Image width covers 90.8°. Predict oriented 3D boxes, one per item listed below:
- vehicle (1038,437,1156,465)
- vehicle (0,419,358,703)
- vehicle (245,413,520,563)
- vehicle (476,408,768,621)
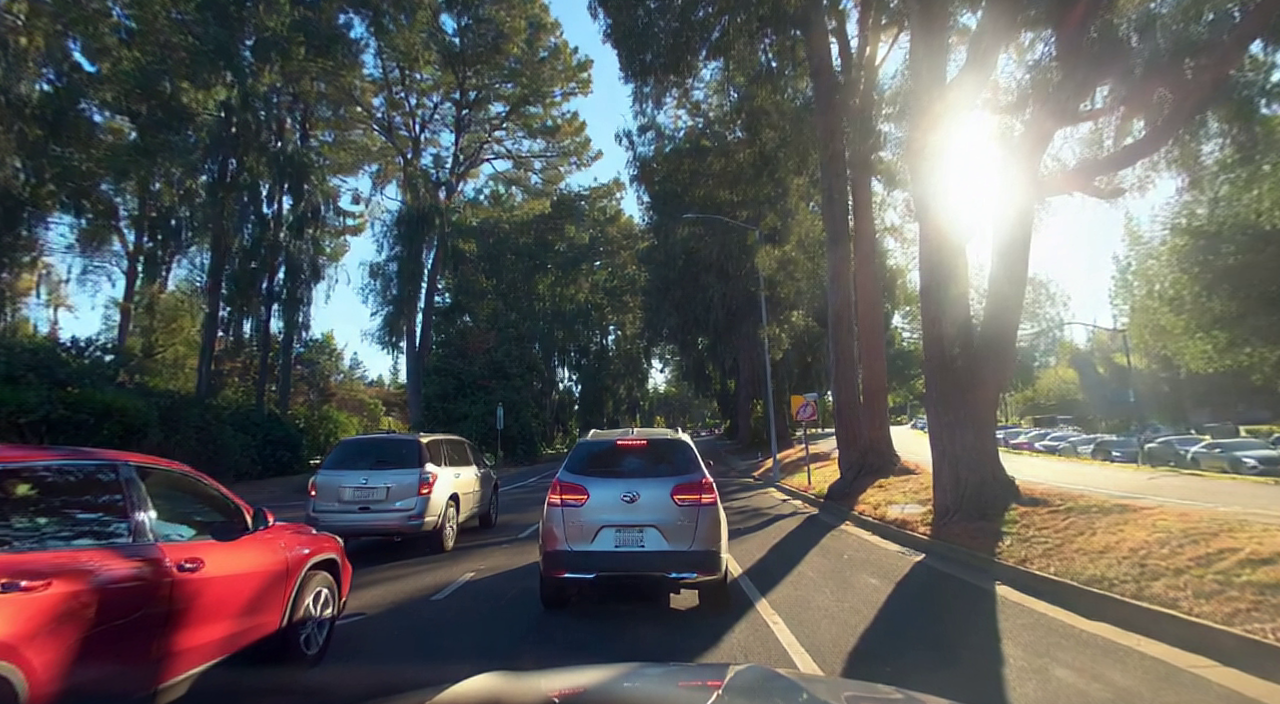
[{"bbox_3d":[28.463,6.171,39.453,5.955,1.702,2.166,1,-8,-6],"label":"vehicle"},{"bbox_3d":[-3.656,1.164,3.625,1.922,1.464,4.424,0,-8,2],"label":"vehicle"},{"bbox_3d":[-3.491,1.943,9.821,2.188,1.745,4.618,0,-8,2],"label":"vehicle"},{"bbox_3d":[-0.032,1.520,6.830,2.229,1.591,3.897,-1,-8,3],"label":"vehicle"}]
